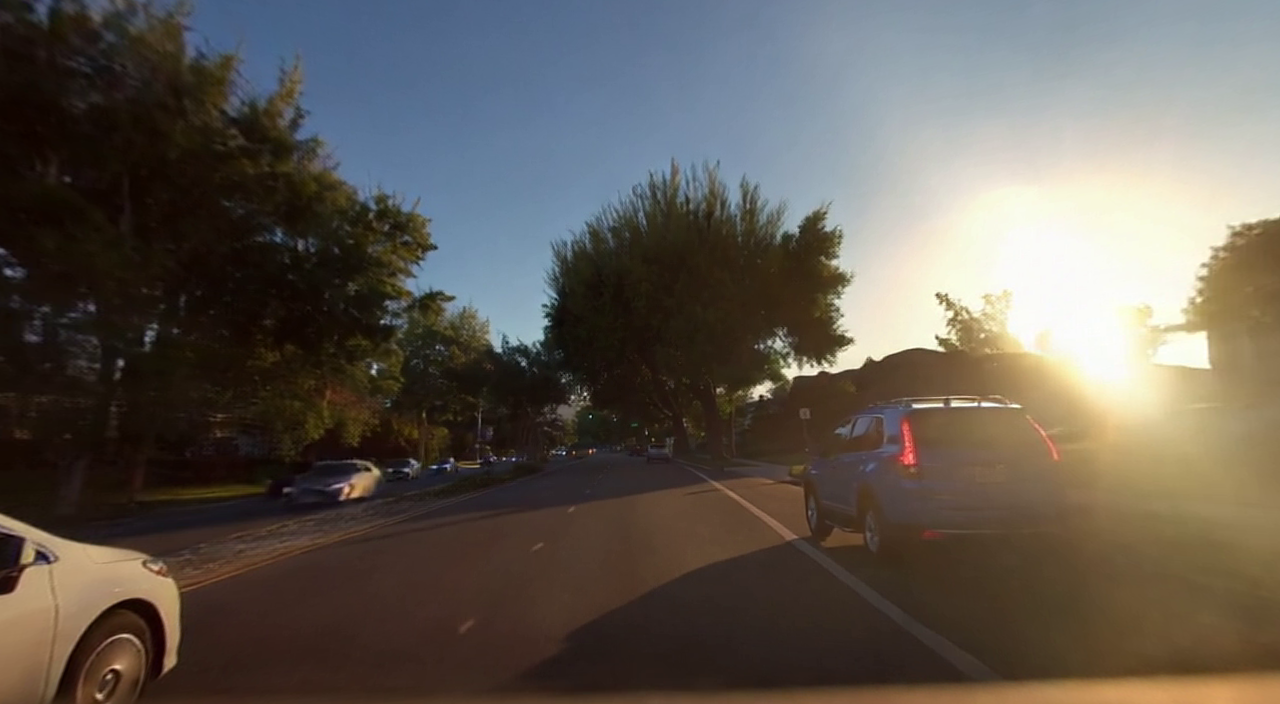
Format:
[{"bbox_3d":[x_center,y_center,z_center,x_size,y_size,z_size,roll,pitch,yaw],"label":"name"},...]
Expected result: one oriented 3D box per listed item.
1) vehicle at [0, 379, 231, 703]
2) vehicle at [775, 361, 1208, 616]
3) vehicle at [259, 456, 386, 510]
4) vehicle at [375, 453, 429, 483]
[{"bbox_3d":[-3.530,0.808,1.488,2.058,1.659,4.514,0,-8,0],"label":"vehicle"},{"bbox_3d":[3.462,1.520,8.014,2.338,2.063,5.592,-1,-8,1],"label":"vehicle"},{"bbox_3d":[-10.300,4.248,20.917,1.928,1.482,4.649,0,-8,-2],"label":"vehicle"},{"bbox_3d":[-14.755,7.194,39.346,1.954,1.707,4.410,0,-8,-4],"label":"vehicle"}]
